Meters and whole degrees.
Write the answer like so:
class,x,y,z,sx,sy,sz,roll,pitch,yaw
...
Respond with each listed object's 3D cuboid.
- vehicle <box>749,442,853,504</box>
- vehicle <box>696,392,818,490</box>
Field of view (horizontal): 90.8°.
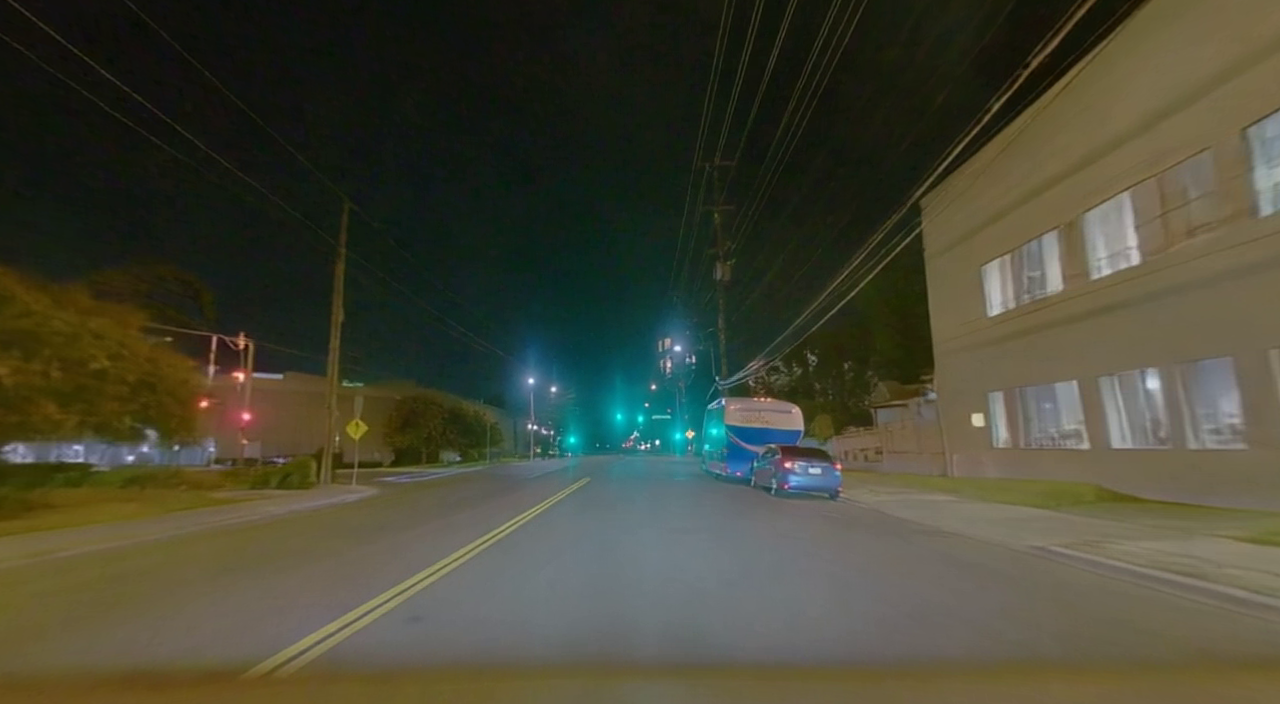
class,x,y,z,sx,sy,sz,roll,pitch,yaw
vehicle,4.419,3.353,17.925,1.852,1.497,3.672,-2,-8,-2
vehicle,4.272,3.606,25.409,3.110,3.241,8.788,0,-9,-1
